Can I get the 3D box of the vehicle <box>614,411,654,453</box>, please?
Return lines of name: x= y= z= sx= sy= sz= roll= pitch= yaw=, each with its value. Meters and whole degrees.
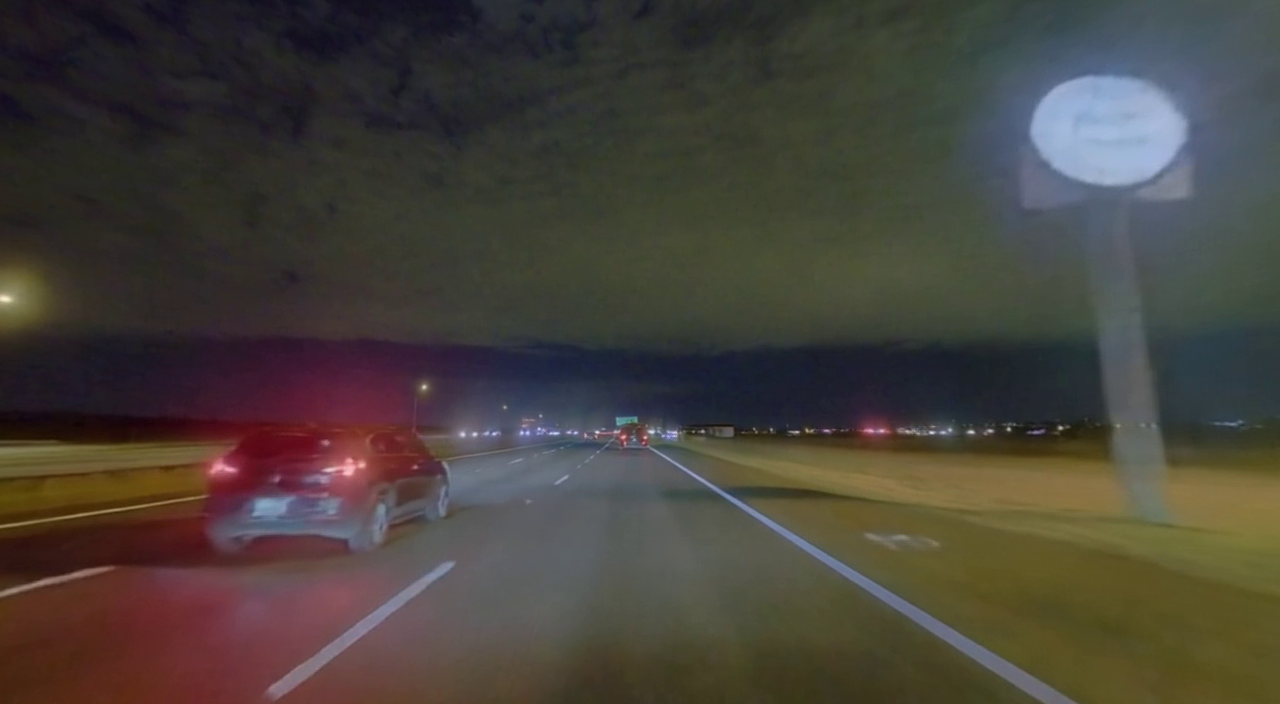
vehicle: x=-0.507 y=5.560 z=43.612 sx=2.418 sy=2.704 sz=6.445 roll=0 pitch=-8 yaw=-4

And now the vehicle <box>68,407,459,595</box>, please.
vehicle: x=-3.616 y=1.470 z=7.117 sx=1.955 sy=1.508 sz=3.996 roll=0 pitch=-8 yaw=0
